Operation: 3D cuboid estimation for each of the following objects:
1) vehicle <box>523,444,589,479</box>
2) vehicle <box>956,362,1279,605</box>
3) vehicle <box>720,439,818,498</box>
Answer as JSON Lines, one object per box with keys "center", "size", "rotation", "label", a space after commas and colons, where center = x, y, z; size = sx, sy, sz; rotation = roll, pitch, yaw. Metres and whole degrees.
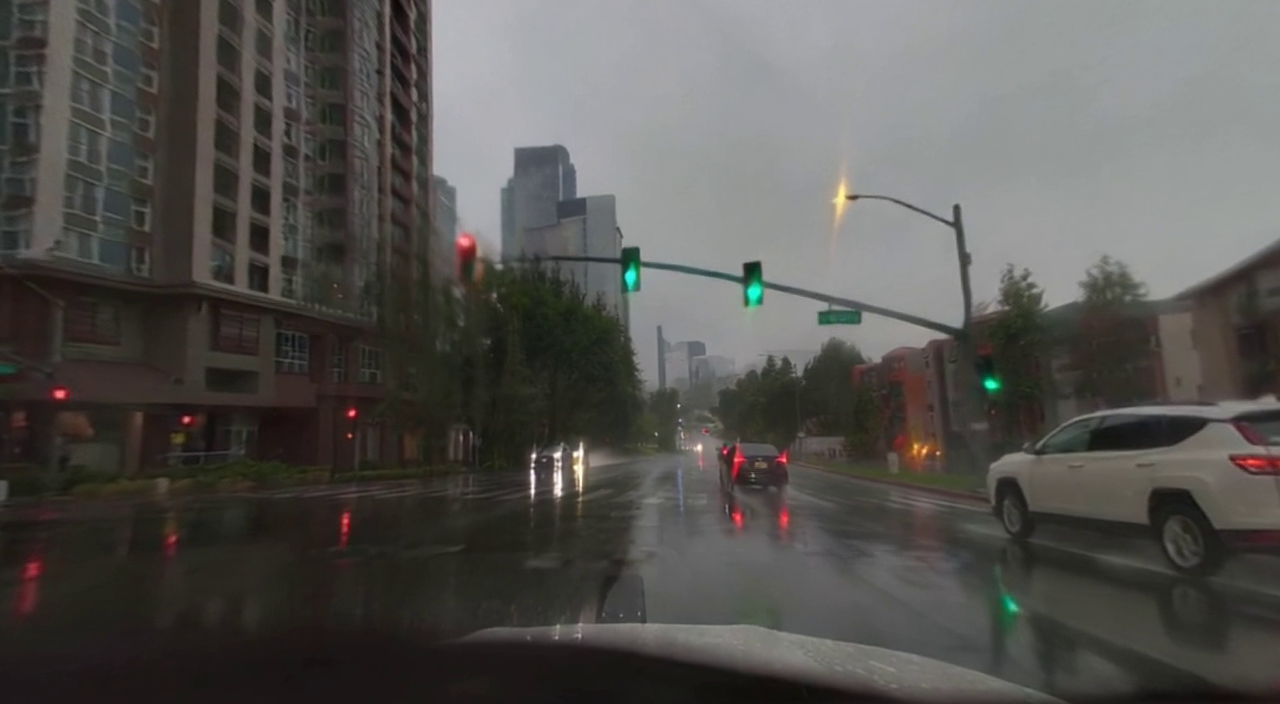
{"center": [-3.828, 5.076, 29.596], "size": [2.032, 1.484, 4.437], "rotation": [-1, -9, 6], "label": "vehicle"}
{"center": [6.584, 1.480, 7.730], "size": [2.427, 2.017, 5.763], "rotation": [0, -9, 0], "label": "vehicle"}
{"center": [3.578, 3.320, 18.423], "size": [2.003, 1.480, 4.494], "rotation": [0, -9, 1], "label": "vehicle"}
